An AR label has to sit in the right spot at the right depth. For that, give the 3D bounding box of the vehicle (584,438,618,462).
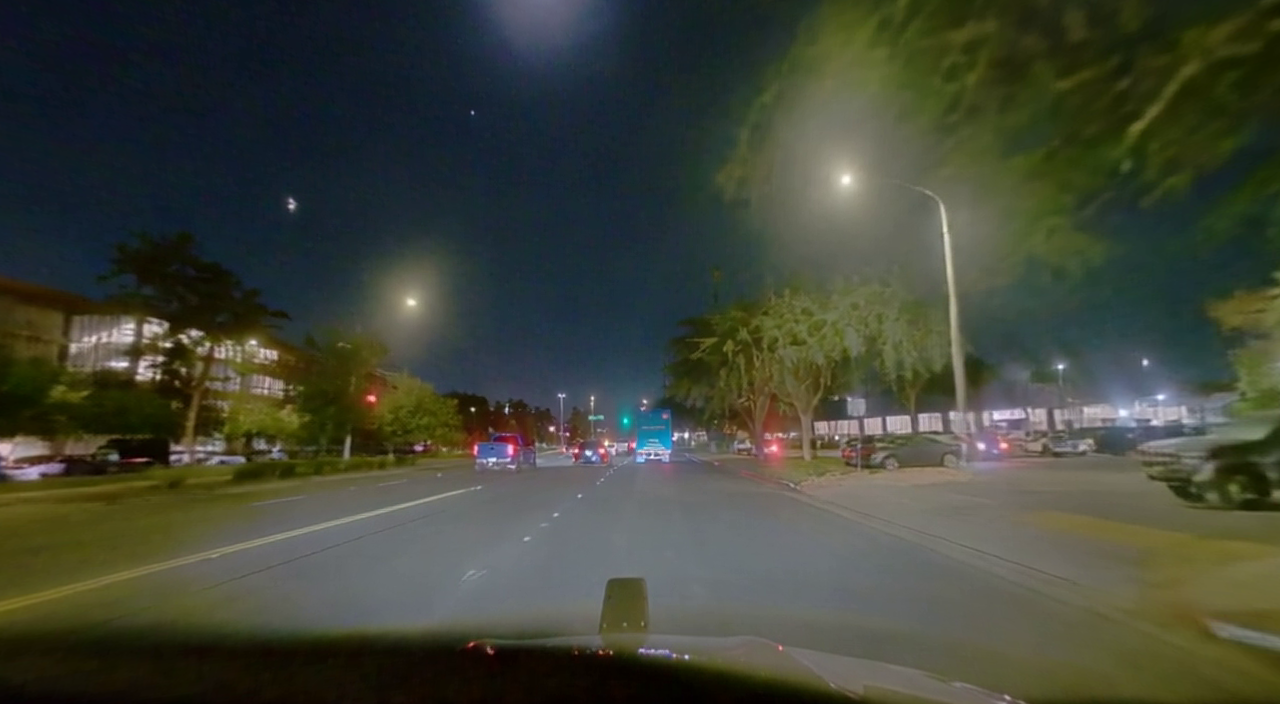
[{"bbox_3d":[-2.773,7.117,45.800,2.114,1.663,4.381,0,-8,2],"label":"vehicle"}]

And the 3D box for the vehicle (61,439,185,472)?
[{"bbox_3d":[-34.082,6.838,41.695,6.188,2.110,2.333,0,-8,2],"label":"vehicle"}]

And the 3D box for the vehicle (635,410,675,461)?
[{"bbox_3d":[1.096,6.639,49.864,2.905,3.644,8.441,0,-8,0],"label":"vehicle"}]

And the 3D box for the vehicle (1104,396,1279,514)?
[{"bbox_3d":[11.042,1.701,10.571,4.838,1.761,2.018,0,-8,1],"label":"vehicle"}]

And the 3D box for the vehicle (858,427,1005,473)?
[{"bbox_3d":[10.510,3.557,22.964,4.346,1.595,1.964,0,-8,0],"label":"vehicle"}]

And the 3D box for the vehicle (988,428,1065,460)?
[{"bbox_3d":[23.183,5.555,37.999,1.976,1.760,4.350,0,-8,3],"label":"vehicle"}]

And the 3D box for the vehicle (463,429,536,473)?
[{"bbox_3d":[-6.617,4.745,30.363,2.149,1.893,5.187,0,-8,2],"label":"vehicle"}]
